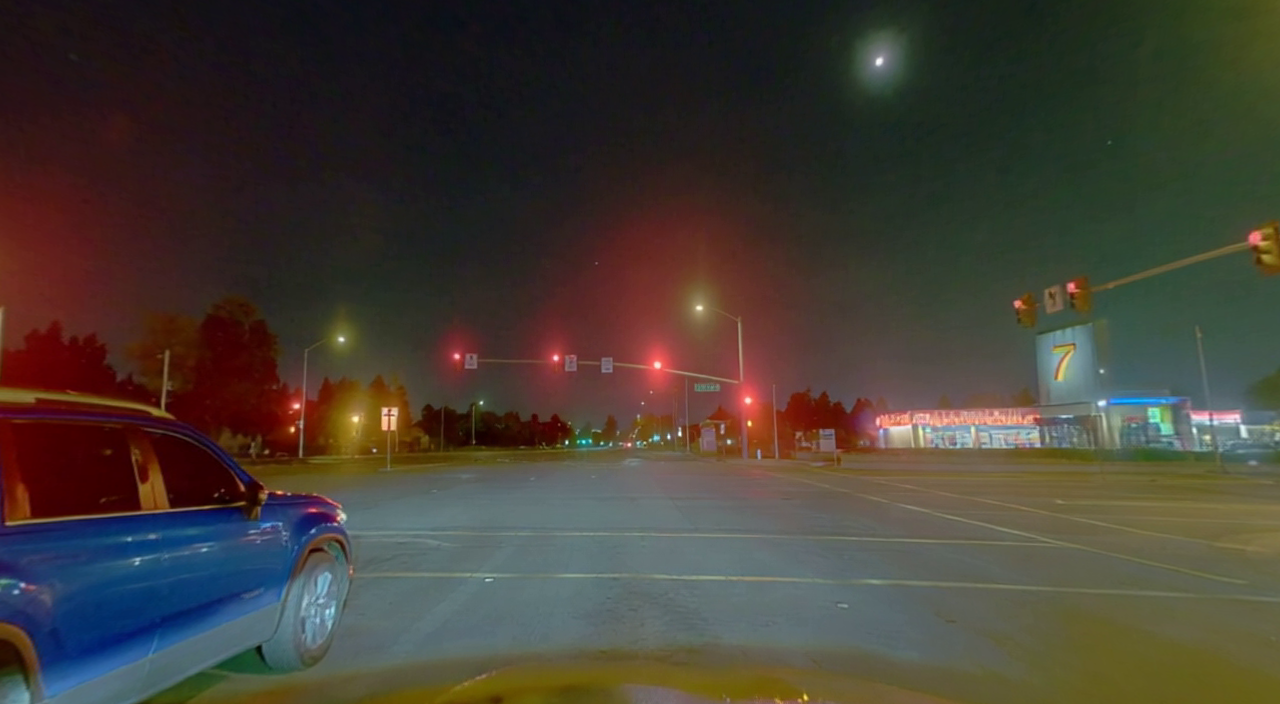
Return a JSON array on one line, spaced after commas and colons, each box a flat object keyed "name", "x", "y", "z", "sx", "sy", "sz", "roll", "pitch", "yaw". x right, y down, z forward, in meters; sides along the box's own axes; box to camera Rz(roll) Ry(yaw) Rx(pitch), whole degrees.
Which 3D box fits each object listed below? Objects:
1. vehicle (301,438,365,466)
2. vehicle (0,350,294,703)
[{"name": "vehicle", "x": -20.449, "y": 6.684, "z": 42.159, "sx": 2.004, "sy": 1.699, "sz": 4.486, "roll": 0, "pitch": -9, "yaw": 1}, {"name": "vehicle", "x": -3.418, "y": 0.802, "z": 2.043, "sx": 2.053, "sy": 1.690, "sz": 4.364, "roll": 0, "pitch": -9, "yaw": 0}]
